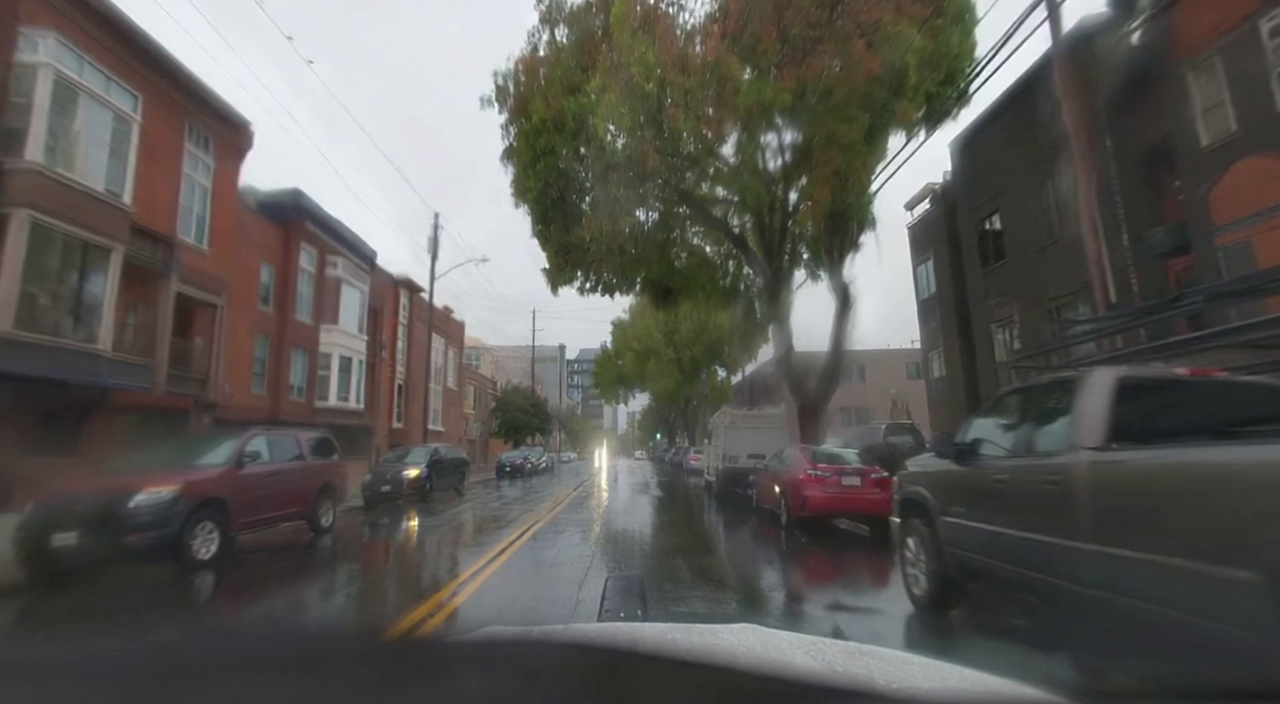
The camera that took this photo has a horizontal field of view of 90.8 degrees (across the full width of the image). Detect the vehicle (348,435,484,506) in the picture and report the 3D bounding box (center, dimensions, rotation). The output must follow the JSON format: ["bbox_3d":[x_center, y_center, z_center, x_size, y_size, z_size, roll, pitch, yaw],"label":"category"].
[{"bbox_3d":[-6.810,3.657,20.074,2.259,1.899,5.643,0,-8,0],"label":"vehicle"}]

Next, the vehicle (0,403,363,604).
[{"bbox_3d":[-6.726,2.067,9.849,2.235,2.119,6.061,0,-8,-2],"label":"vehicle"}]

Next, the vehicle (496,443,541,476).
[{"bbox_3d":[-7.037,6.279,37.161,1.930,1.756,4.955,0,-8,-3],"label":"vehicle"}]

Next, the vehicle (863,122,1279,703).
[{"bbox_3d":[3.467,0.534,3.075,2.458,2.439,5.621,0,-9,-3],"label":"vehicle"}]

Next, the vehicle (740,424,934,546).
[{"bbox_3d":[3.066,2.148,10.842,1.896,1.675,4.000,0,-9,-2],"label":"vehicle"}]
